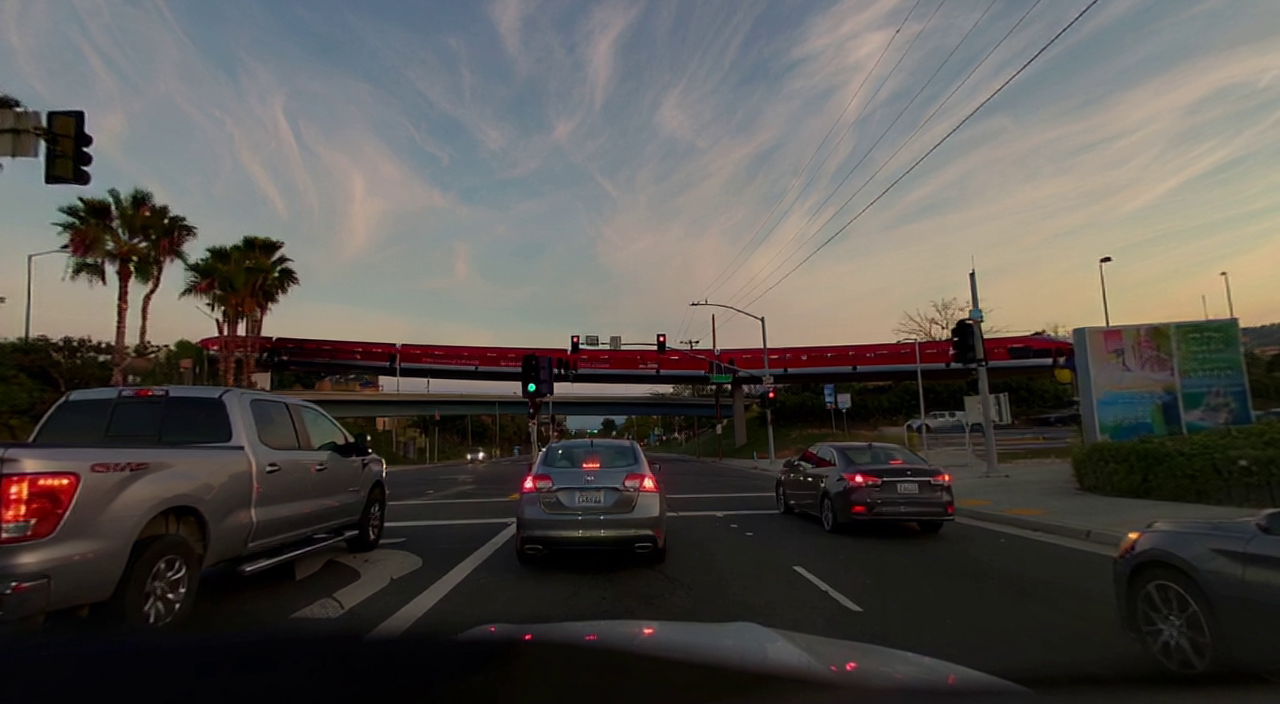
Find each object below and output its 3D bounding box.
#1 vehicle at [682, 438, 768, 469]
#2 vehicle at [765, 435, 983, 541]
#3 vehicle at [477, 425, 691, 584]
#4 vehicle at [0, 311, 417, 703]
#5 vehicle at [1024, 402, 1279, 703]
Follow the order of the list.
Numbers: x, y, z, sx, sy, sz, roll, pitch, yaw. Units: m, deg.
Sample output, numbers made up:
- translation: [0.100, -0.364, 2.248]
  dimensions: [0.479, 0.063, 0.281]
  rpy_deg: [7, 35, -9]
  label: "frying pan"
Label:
- translation: [4.217, 5.140, 32.082]
  dimensions: [1.878, 1.428, 4.416]
  rpy_deg: [5, -10, -33]
  label: "vehicle"
- translation: [3.704, 2.223, 11.069]
  dimensions: [1.965, 1.448, 4.486]
  rpy_deg: [0, -9, -2]
  label: "vehicle"
- translation: [-0.626, 1.763, 8.149]
  dimensions: [2.035, 1.491, 4.090]
  rpy_deg: [0, -9, -3]
  label: "vehicle"
- translation: [-3.793, 1.114, 5.050]
  dimensions: [2.078, 1.838, 5.448]
  rpy_deg: [0, -9, -1]
  label: "vehicle"
- translation: [3.872, 0.900, 2.297]
  dimensions: [2.052, 1.496, 4.541]
  rpy_deg: [0, -9, 0]
  label: "vehicle"
